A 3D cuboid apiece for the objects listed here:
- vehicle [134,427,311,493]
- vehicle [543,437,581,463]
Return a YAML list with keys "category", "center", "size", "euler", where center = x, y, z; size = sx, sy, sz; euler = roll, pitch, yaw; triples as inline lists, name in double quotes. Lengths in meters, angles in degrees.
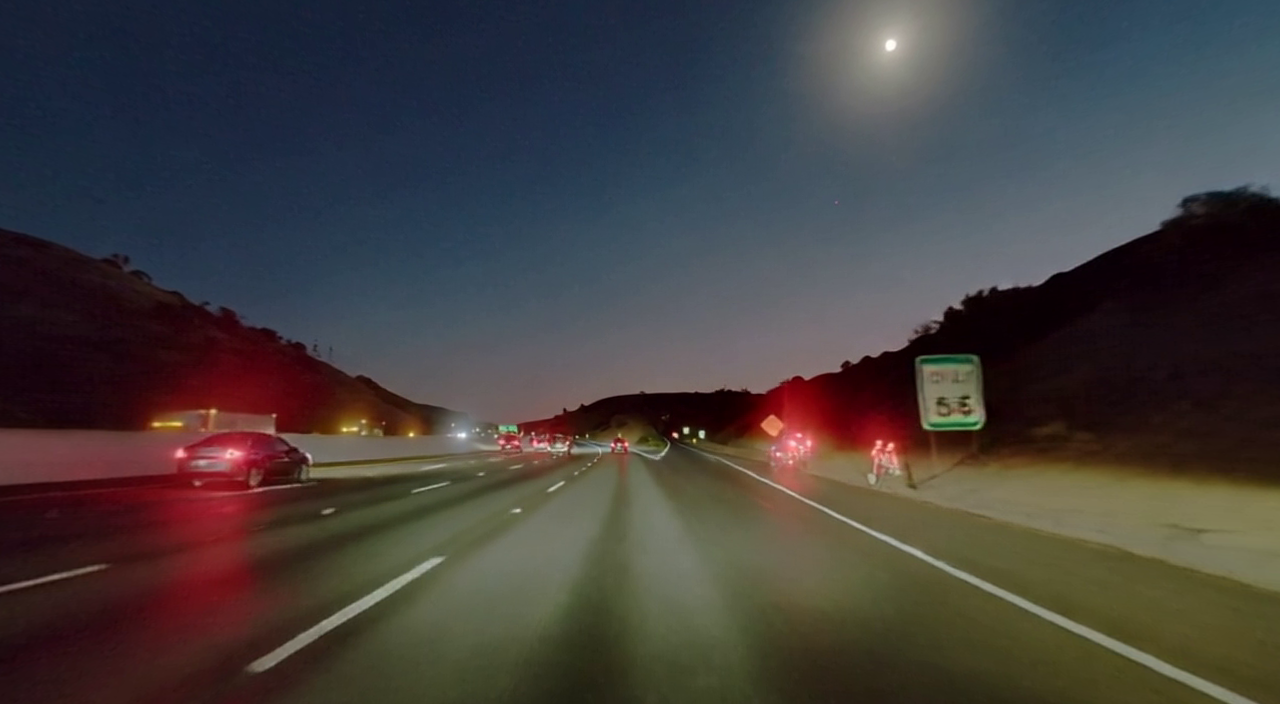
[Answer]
- category: "vehicle"
  center: [-11.704, 3.066, 18.138]
  size: [2.047, 1.645, 4.451]
  euler: [0, -8, -1]
- category: "vehicle"
  center: [-5.125, 6.502, 41.820]
  size: [2.060, 1.631, 4.214]
  euler: [0, -8, -1]
